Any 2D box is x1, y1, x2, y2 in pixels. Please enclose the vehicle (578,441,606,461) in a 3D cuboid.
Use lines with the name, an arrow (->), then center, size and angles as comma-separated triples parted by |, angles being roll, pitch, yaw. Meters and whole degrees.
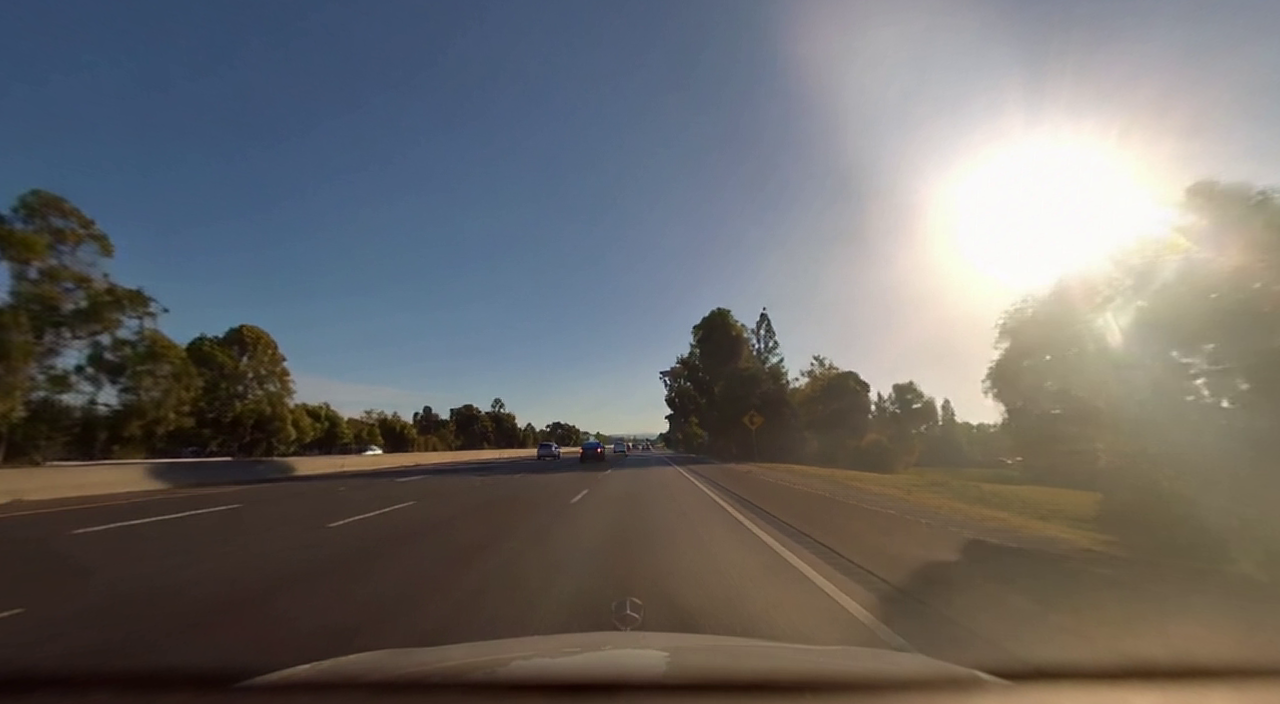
vehicle -> -3.568, 7.470, 47.724 | 1.786, 1.488, 4.023 | 0, -8, 0
